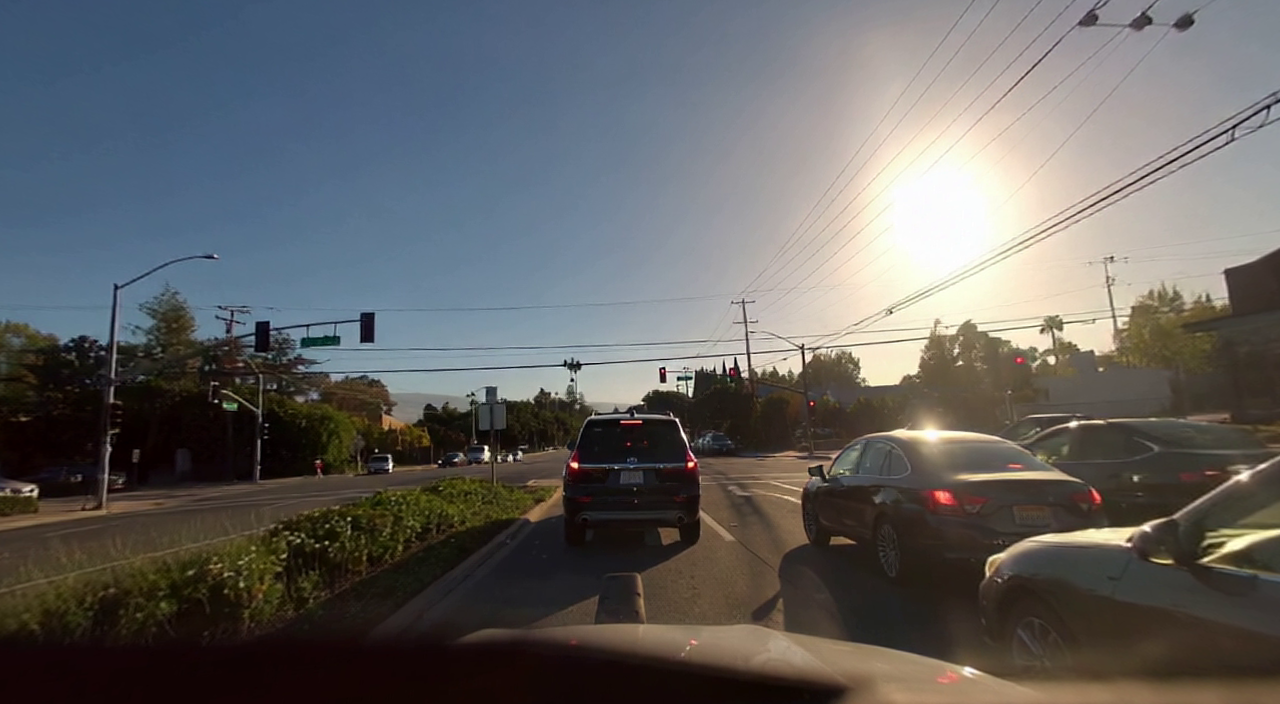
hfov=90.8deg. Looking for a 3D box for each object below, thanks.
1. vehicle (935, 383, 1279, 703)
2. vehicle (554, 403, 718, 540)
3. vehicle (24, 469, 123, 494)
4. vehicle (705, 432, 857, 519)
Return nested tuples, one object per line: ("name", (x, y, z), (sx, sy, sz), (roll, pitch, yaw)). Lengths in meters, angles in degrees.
("vehicle", (2.744, 0.783, 1.481), (2.004, 1.460, 4.297), (0, -9, 0))
("vehicle", (-0.103, 1.994, 11.132), (2.236, 1.856, 4.816), (0, -9, -1))
("vehicle", (-38.244, 8.735, 42.739), (4.569, 1.505, 1.992), (1, -9, -5))
("vehicle", (2.684, 2.467, 13.171), (2.025, 1.477, 4.333), (0, -9, -2))
